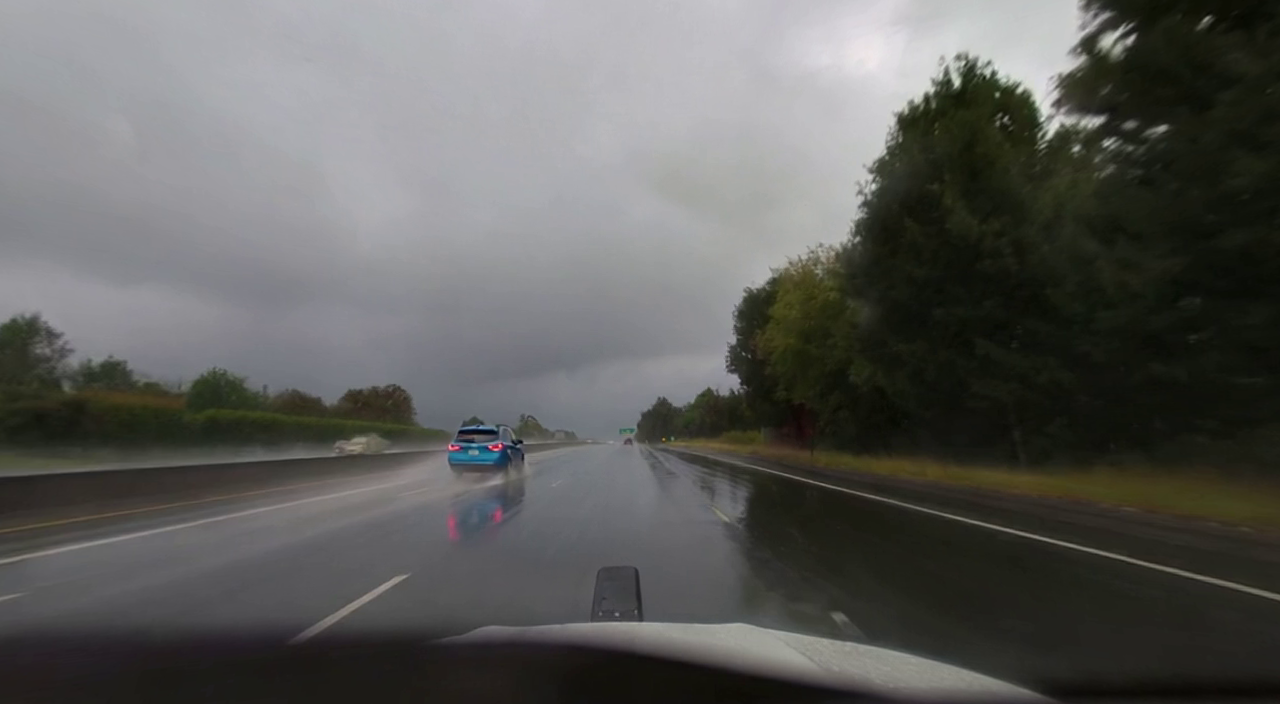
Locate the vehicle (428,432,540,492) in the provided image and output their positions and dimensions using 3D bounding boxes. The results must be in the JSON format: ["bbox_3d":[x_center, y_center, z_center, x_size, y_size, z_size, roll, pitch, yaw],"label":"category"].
[{"bbox_3d":[-4.271,3.050,17.969,2.063,1.496,4.225,0,-8,1],"label":"vehicle"}]
